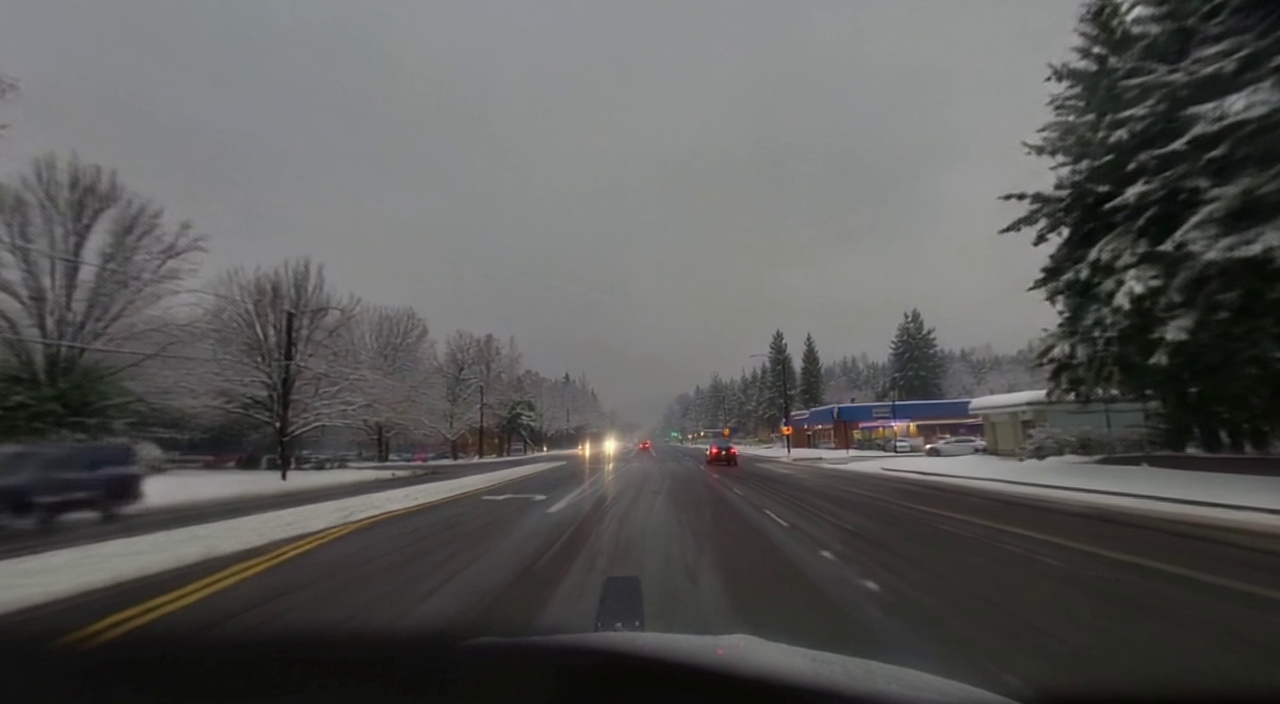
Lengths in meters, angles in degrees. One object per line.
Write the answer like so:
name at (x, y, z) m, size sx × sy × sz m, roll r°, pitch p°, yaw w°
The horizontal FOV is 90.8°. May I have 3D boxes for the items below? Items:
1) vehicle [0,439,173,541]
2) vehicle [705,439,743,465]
vehicle at (-13.609, 2.966, 14.137) m, size 2.225 × 1.961 × 5.380 m, roll 0°, pitch -9°, yaw -1°
vehicle at (5.481, 6.580, 41.729) m, size 1.957 × 1.643 × 4.226 m, roll 0°, pitch -9°, yaw 1°
